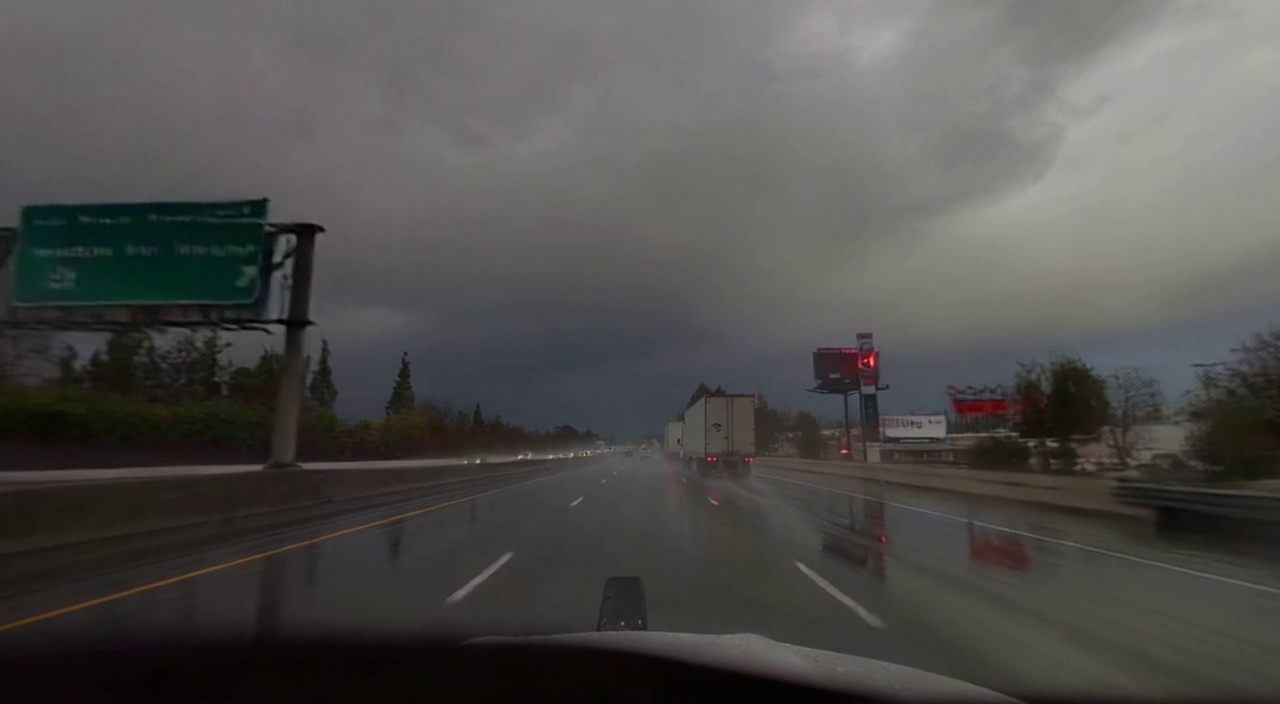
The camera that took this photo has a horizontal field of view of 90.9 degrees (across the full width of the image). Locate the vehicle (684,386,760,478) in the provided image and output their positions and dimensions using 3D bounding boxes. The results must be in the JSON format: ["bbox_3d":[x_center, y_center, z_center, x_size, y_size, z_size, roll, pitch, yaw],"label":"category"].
[{"bbox_3d":[4.366,4.826,36.855,2.826,4.269,14.176,0,-9,1],"label":"vehicle"}]
